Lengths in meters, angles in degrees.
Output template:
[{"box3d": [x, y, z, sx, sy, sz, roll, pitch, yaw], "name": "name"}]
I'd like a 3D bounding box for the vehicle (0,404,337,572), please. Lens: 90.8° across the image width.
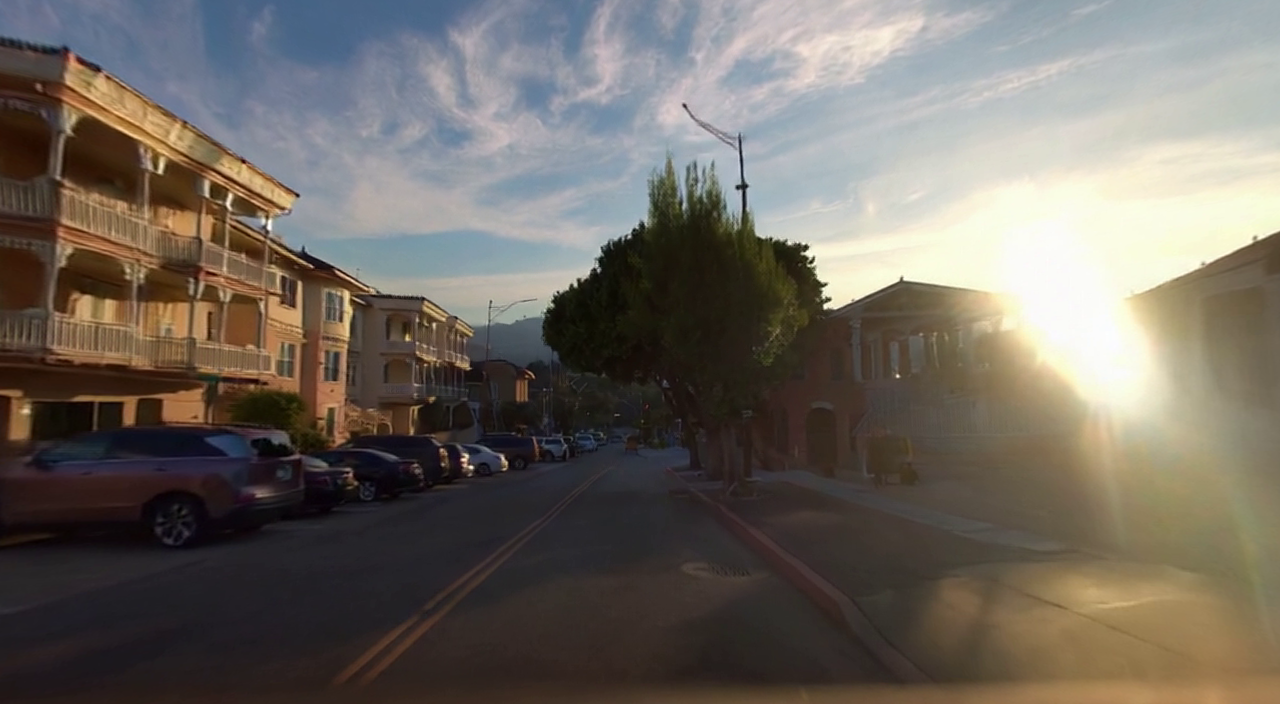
[{"box3d": [-7.363, 1.801, 8.901, 4.981, 1.975, 2.296, 0, -8, 3], "name": "vehicle"}]
